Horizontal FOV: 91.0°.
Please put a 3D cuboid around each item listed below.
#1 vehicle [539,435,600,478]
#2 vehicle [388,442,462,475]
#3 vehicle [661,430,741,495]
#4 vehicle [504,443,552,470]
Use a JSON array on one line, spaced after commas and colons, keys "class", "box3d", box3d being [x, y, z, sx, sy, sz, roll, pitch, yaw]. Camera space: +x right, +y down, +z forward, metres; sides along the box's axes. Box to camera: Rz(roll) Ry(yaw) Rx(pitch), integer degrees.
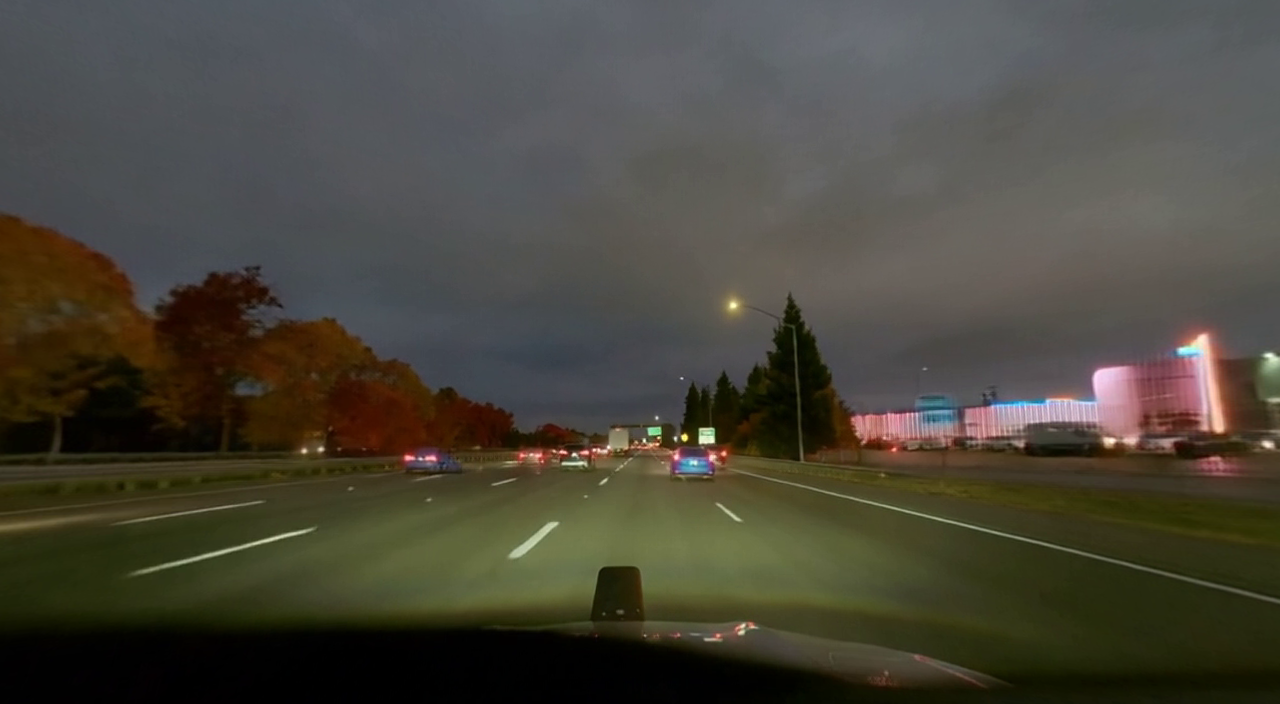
[{"class": "vehicle", "box3d": [-3.040, 4.652, 28.137, 2.111, 1.742, 4.315, 0, -9, 1]}, {"class": "vehicle", "box3d": [-10.708, 5.333, 31.730, 2.006, 1.509, 4.634, 0, -9, 1]}, {"class": "vehicle", "box3d": [1.739, 3.347, 19.400, 2.101, 1.742, 4.495, 0, -9, 1]}, {"class": "vehicle", "box3d": [-6.925, 6.502, 39.371, 2.057, 1.496, 4.661, 0, -9, 1]}]
